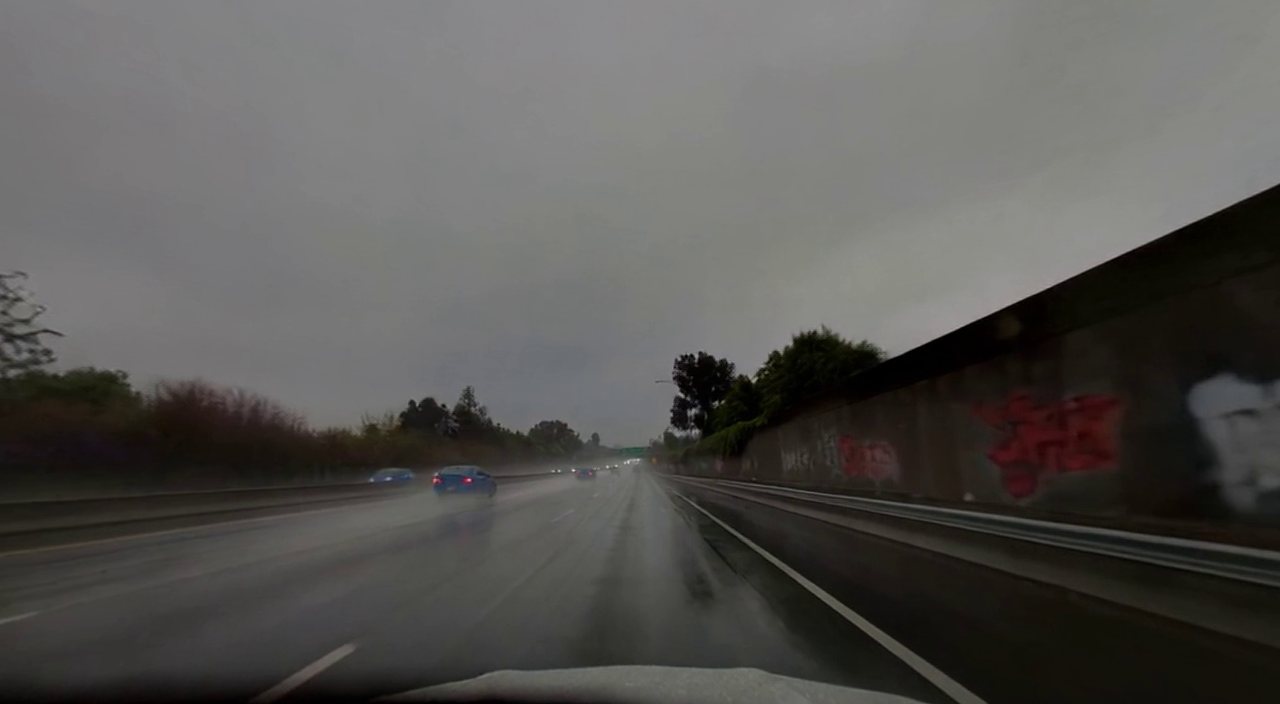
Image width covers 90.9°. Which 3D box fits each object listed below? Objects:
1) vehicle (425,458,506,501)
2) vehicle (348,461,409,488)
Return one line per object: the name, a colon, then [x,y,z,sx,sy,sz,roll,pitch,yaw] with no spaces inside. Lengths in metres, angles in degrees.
vehicle: [-7.190,5.321,26.475,2.124,1.630,4.416,1,-10,0]
vehicle: [-19.083,8.974,46.242,2.278,1.773,4.993,1,-10,0]
